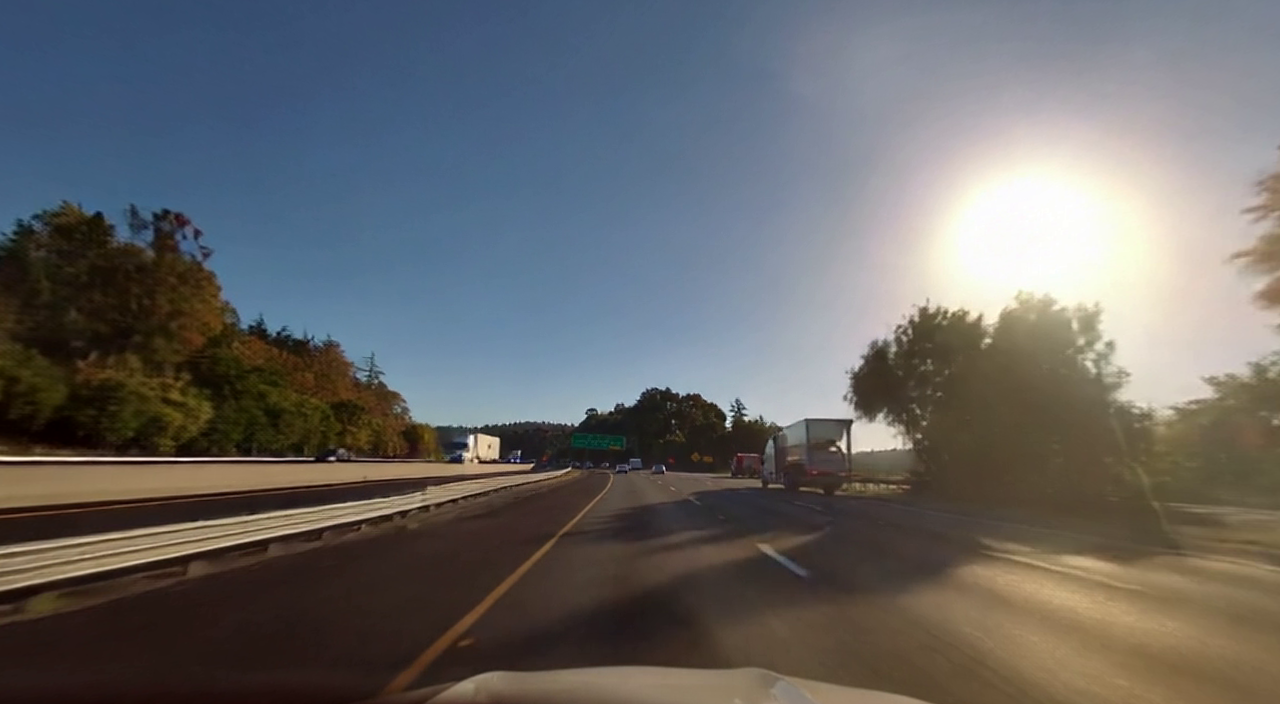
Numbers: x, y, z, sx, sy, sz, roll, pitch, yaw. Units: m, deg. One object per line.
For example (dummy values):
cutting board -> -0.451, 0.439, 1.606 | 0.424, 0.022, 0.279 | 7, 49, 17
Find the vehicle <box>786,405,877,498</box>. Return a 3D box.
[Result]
vehicle -> 8.159, 4.370, 27.432 | 2.282, 3.633, 4.740 | 1, -10, -2
